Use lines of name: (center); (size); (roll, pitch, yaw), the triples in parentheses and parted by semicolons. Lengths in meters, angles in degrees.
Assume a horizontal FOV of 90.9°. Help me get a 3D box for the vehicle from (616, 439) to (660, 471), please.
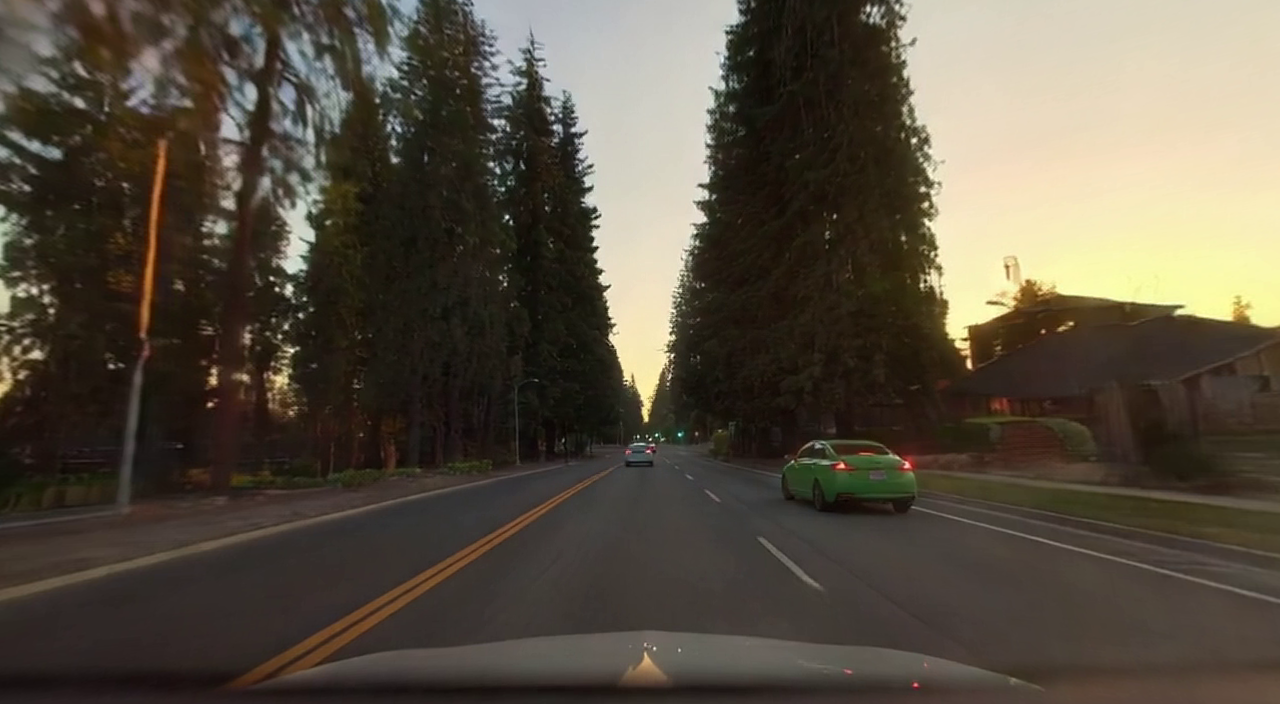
vehicle: (-0.047, 5.555, 34.453); (2.206, 1.525, 4.695); (-1, -7, 1)

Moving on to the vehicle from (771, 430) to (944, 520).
vehicle: (4.172, 2.388, 13.004); (1.943, 1.471, 4.515); (-1, -7, 0)
